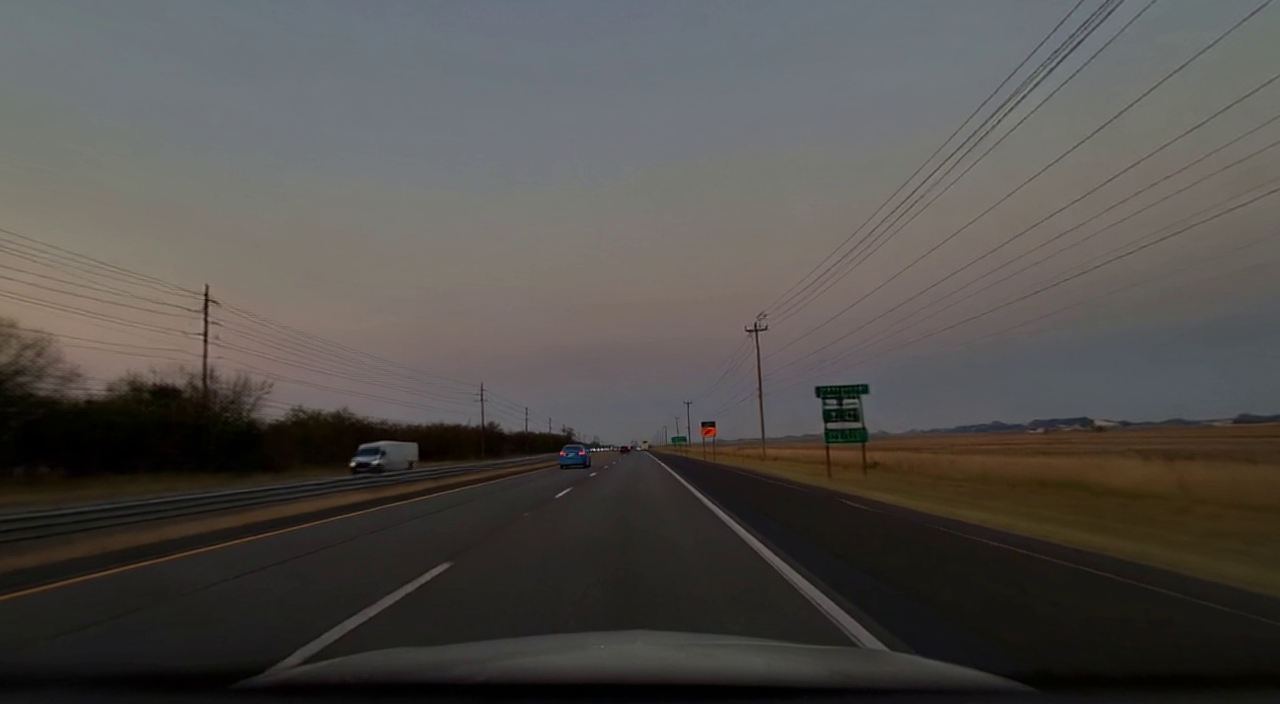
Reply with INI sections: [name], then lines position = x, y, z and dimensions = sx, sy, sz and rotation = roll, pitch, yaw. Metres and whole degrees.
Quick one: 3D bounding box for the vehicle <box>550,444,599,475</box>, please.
[vehicle]
position = -3.437, 5.735, 33.907
dimensions = 2.106, 1.543, 4.465
rotation = 0, -9, 1
